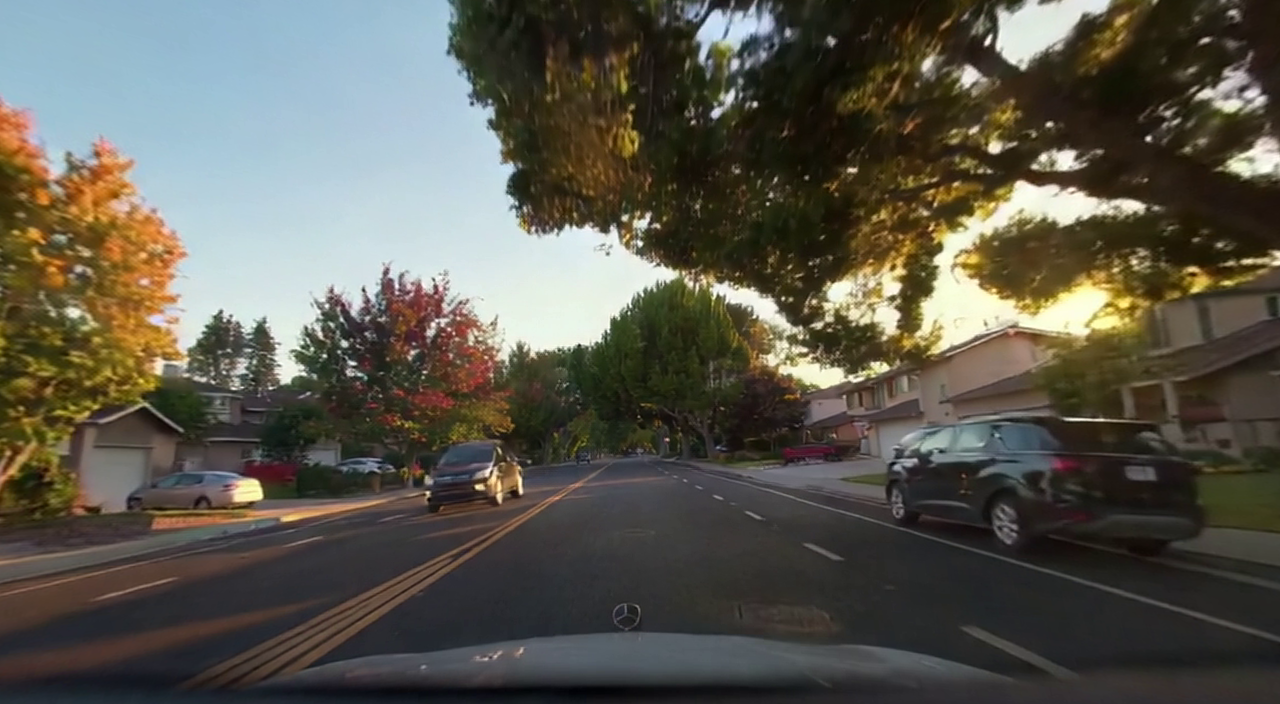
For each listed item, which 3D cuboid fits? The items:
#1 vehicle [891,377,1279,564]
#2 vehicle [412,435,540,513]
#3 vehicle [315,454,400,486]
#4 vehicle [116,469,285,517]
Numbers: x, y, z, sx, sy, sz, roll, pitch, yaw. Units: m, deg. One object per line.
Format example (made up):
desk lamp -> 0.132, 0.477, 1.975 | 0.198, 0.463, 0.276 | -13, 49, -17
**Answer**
vehicle -> 6.111, 1.716, 9.736 | 2.205, 2.020, 5.634 | 0, -9, 1
vehicle -> -4.298, 3.296, 17.590 | 2.151, 1.830, 5.172 | 0, -9, 0
vehicle -> -19.497, 8.159, 43.799 | 4.802, 1.868, 2.395 | -3, -9, -1
vehicle -> -15.135, 4.857, 21.967 | 4.353, 1.467, 1.931 | 0, -9, -2
